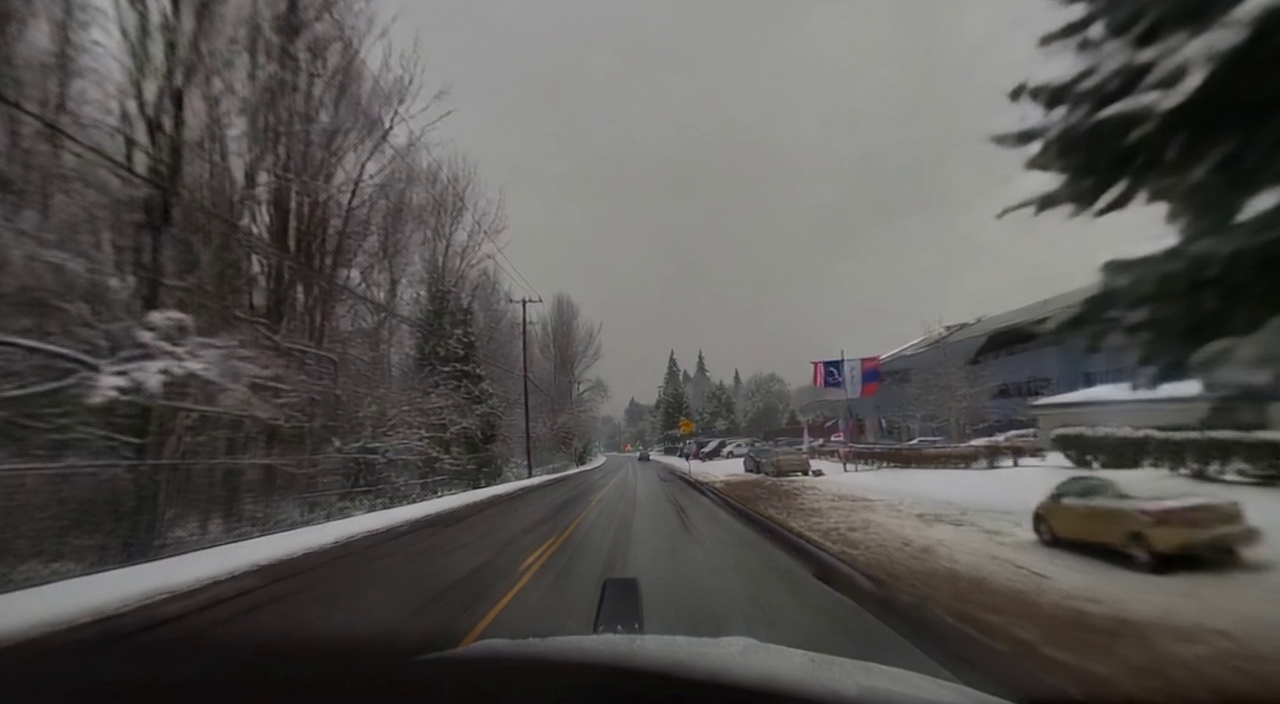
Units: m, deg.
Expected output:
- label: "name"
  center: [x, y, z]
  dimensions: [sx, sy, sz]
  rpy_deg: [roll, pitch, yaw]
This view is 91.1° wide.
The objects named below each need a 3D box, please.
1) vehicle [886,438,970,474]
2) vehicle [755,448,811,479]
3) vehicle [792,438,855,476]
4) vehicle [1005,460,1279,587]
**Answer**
- label: "vehicle"
  center: [14.603, 5.288, 32.196]
  dimensions: [1.947, 1.657, 4.314]
  rpy_deg: [0, -9, -5]
- label: "vehicle"
  center: [7.512, 5.857, 33.326]
  dimensions: [1.909, 1.496, 4.079]
  rpy_deg: [-1, -9, -1]
- label: "vehicle"
  center: [10.184, 5.854, 35.287]
  dimensions: [2.113, 1.945, 4.546]
  rpy_deg: [-1, -9, 0]
- label: "vehicle"
  center: [8.044, 2.493, 9.874]
  dimensions: [1.981, 1.471, 3.636]
  rpy_deg: [1, -9, -11]
